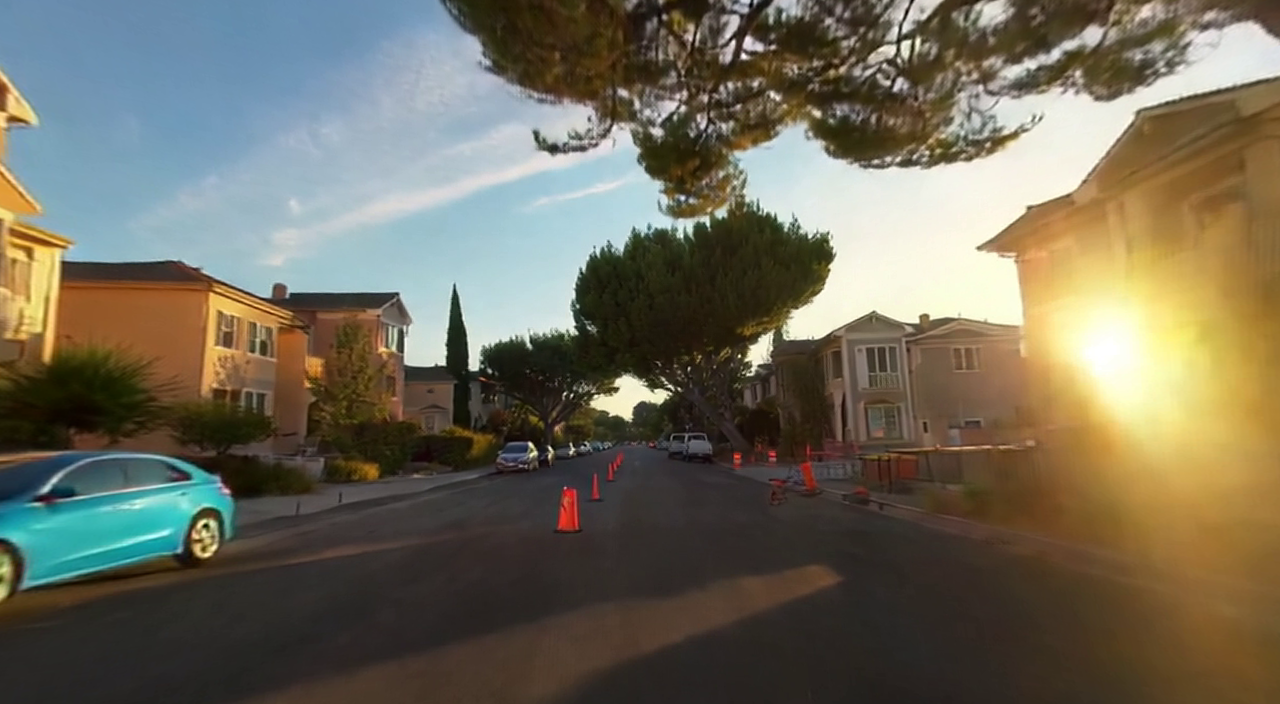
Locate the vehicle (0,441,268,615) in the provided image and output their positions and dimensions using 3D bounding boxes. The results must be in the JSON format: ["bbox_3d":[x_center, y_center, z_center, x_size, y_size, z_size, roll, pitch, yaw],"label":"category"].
[{"bbox_3d":[-6.537,1.733,6.856,2.137,1.481,4.503,0,-9,2],"label":"vehicle"}]

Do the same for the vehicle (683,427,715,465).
[{"bbox_3d":[4.155,6.670,44.915,2.082,2.534,3.248,-1,-8,4],"label":"vehicle"}]

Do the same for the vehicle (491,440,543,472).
[{"bbox_3d":[-6.577,5.608,34.116,1.957,1.608,4.476,0,-8,-1],"label":"vehicle"}]
